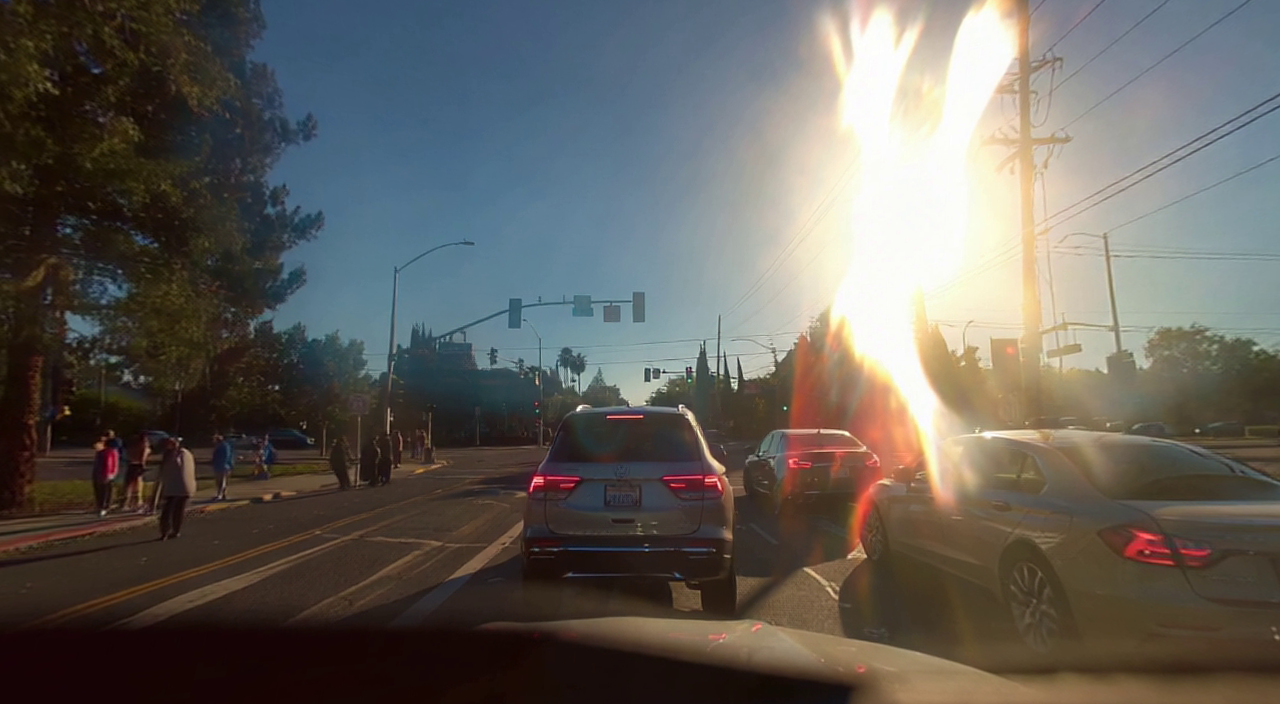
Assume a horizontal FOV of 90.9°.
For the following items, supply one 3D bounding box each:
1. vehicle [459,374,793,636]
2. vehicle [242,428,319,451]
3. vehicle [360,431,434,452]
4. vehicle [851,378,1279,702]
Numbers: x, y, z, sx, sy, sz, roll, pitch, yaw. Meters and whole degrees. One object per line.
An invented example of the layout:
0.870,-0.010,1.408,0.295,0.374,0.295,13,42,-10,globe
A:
-0.136,1.364,6.614,2.271,1.786,4.443,0,-8,-1,vehicle
-26.863,6.546,47.195,4.587,1.639,1.878,0,-8,0,vehicle
-17.779,6.578,46.349,4.607,1.478,1.995,0,-8,0,vehicle
3.557,1.299,5.564,1.948,1.677,4.437,0,-8,1,vehicle
